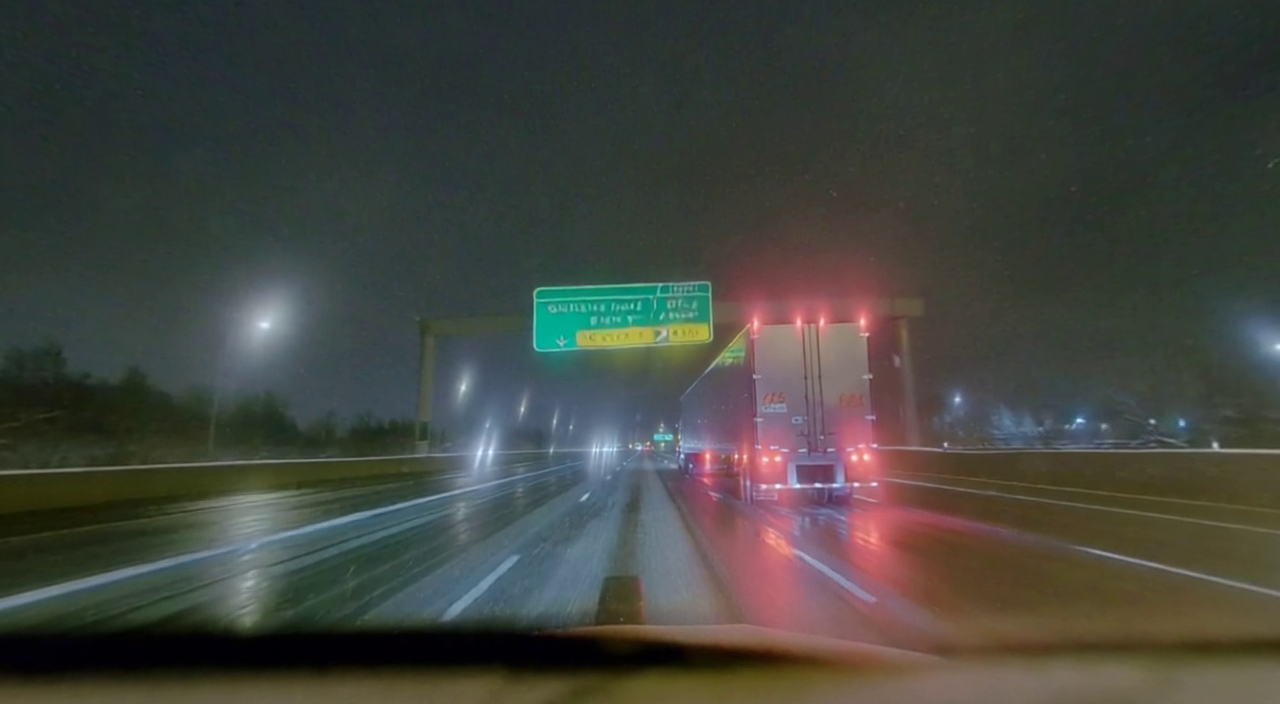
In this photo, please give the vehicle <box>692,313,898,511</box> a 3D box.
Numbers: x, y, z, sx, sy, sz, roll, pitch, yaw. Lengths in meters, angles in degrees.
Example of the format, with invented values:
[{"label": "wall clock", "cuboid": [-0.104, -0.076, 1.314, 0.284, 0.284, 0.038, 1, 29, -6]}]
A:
[{"label": "vehicle", "cuboid": [3.868, 2.412, 21.178, 2.949, 4.149, 16.046, 0, -9, 0]}]
